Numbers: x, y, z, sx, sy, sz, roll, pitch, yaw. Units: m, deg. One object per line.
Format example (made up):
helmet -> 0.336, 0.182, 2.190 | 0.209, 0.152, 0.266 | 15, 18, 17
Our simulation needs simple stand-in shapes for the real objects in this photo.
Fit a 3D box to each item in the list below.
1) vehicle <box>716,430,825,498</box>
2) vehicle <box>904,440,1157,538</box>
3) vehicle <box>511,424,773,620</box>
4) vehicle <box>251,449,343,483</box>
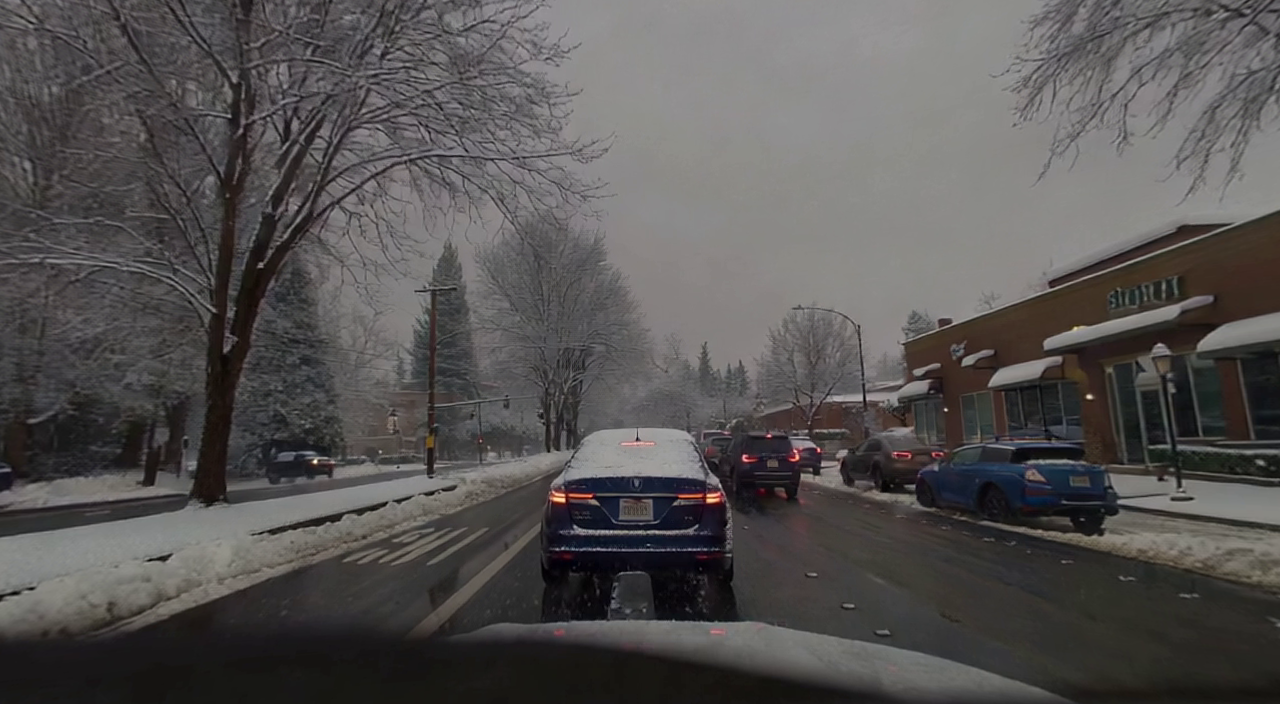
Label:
vehicle -> 3.617, 3.206, 18.461 | 2.114, 1.736, 4.553 | 0, -8, -1
vehicle -> 6.842, 2.397, 11.788 | 1.911, 1.468, 4.417 | 0, -8, 0
vehicle -> -0.016, 1.608, 7.019 | 1.977, 1.465, 4.376 | 0, -8, -1
vehicle -> -18.817, 6.196, 34.551 | 4.428, 1.743, 2.163 | -4, -9, 27
